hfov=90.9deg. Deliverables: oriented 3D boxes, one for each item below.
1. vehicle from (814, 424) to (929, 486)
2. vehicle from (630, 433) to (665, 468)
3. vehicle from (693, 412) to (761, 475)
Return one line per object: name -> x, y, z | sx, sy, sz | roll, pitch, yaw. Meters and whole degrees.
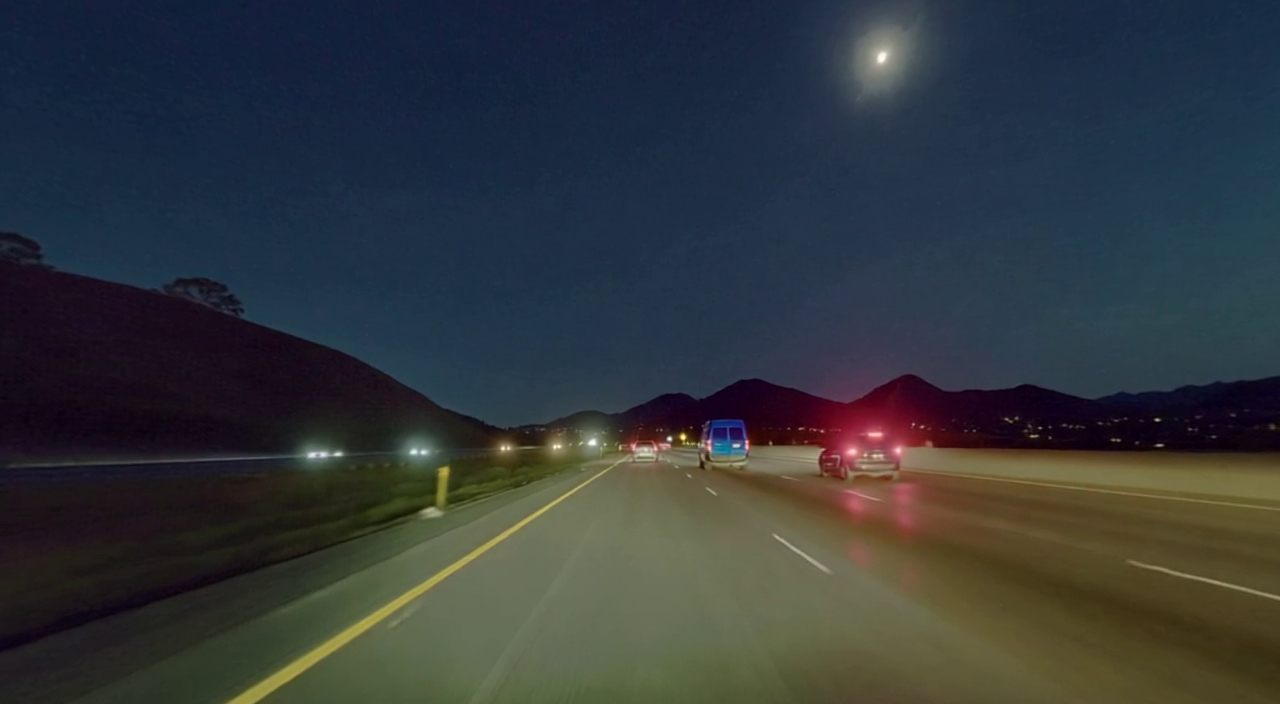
vehicle -> 8.009, 3.625, 22.438 | 2.240, 1.925, 4.854 | 0, -8, 0
vehicle -> 0.480, 6.329, 40.743 | 2.131, 2.122, 4.473 | 0, -8, 0
vehicle -> 3.950, 4.338, 29.851 | 2.302, 2.670, 6.176 | 0, -8, 0
